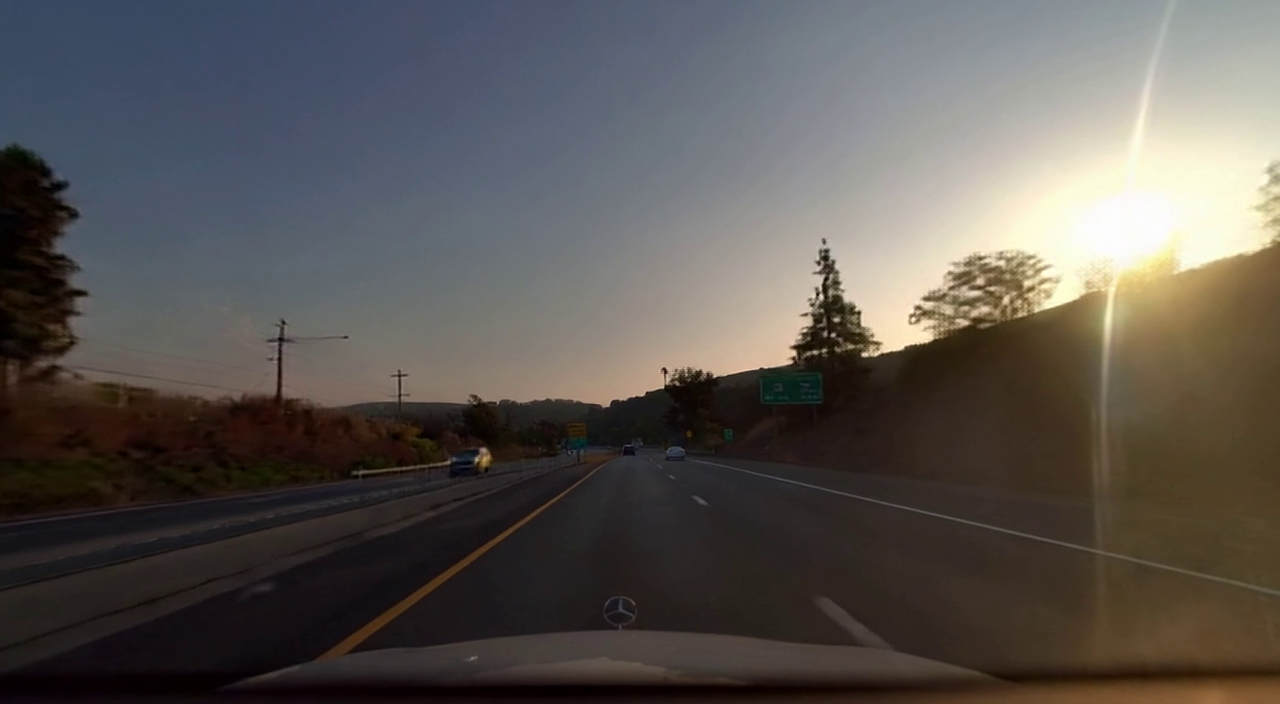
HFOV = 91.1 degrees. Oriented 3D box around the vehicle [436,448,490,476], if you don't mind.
[{"bbox_3d":[-10.496,6.547,37.644,1.988,1.522,4.582,0,-9,-1],"label":"vehicle"}]
